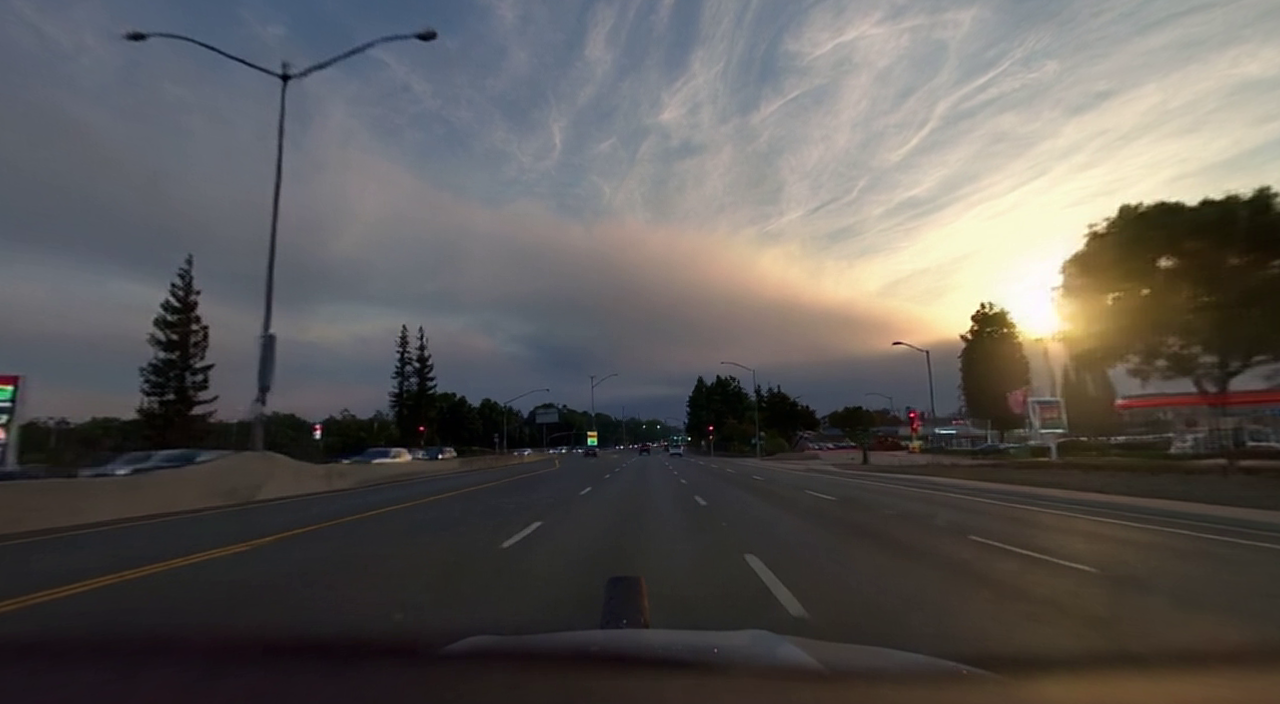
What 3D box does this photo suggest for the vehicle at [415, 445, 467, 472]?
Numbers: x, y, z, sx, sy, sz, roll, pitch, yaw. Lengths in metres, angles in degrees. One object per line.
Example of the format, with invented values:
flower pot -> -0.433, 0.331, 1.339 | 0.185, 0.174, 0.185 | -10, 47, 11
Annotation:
vehicle -> -13.479, 7.231, 42.988 | 2.078, 1.684, 4.505 | 0, -8, 1

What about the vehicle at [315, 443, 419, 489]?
vehicle -> -10.352, 4.324, 24.322 | 2.059, 1.621, 4.269 | 0, -8, 1

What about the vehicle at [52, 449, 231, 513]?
vehicle -> -13.319, 3.420, 17.191 | 1.722, 1.510, 3.779 | 0, -8, 1
